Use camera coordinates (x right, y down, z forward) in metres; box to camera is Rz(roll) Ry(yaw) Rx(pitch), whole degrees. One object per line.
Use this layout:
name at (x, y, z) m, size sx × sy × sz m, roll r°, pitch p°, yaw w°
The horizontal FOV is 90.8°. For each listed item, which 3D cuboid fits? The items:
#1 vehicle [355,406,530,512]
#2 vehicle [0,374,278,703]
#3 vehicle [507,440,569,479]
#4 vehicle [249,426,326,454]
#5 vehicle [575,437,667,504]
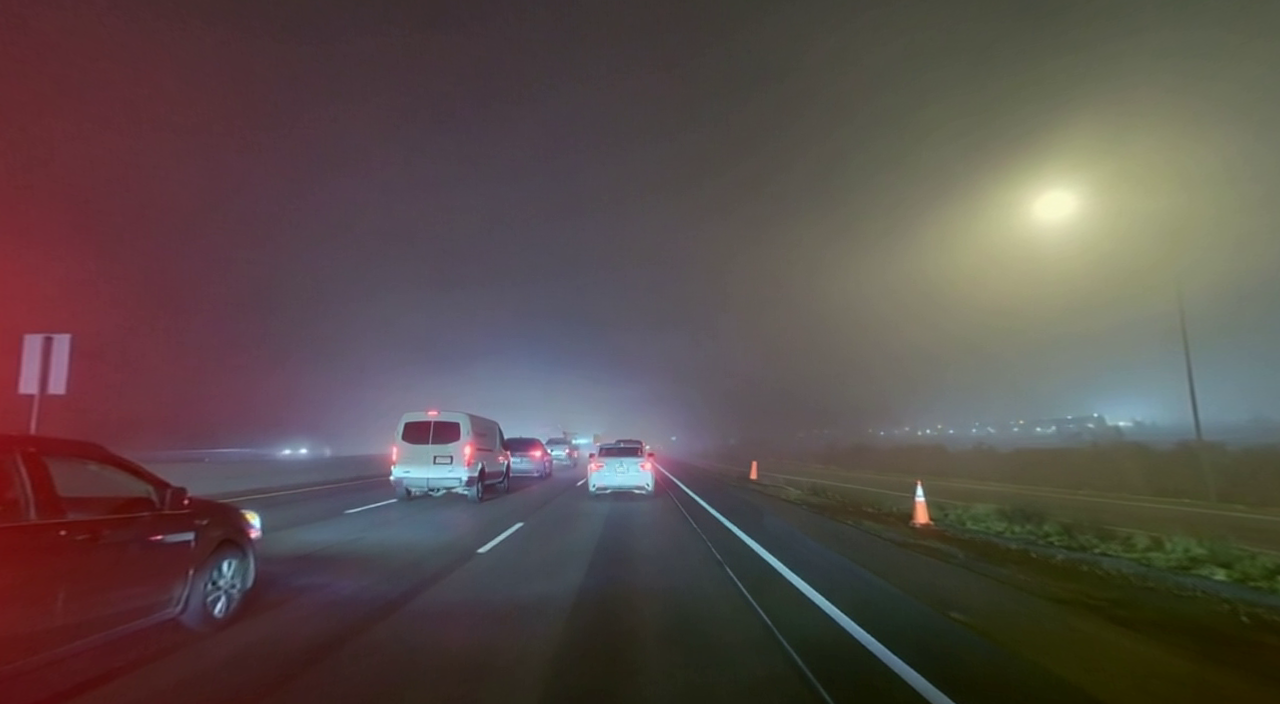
vehicle at (-4.293, 2.489, 15.063) m, size 2.324 × 2.012 × 5.740 m, roll 0°, pitch -9°, yaw 0°
vehicle at (-3.958, 0.905, 2.828) m, size 2.041 × 1.604 × 4.384 m, roll 0°, pitch -9°, yaw 0°
vehicle at (-4.056, 4.353, 25.822) m, size 1.824 × 1.459 × 4.007 m, roll 0°, pitch -9°, yaw 1°
vehicle at (-25.090, 6.358, 45.279) m, size 2.263 × 1.874 × 5.613 m, roll 0°, pitch -9°, yaw -1°
vehicle at (-0.464, 2.973, 16.298) m, size 2.069 × 1.484 × 3.918 m, roll 0°, pitch -9°, yaw -1°
